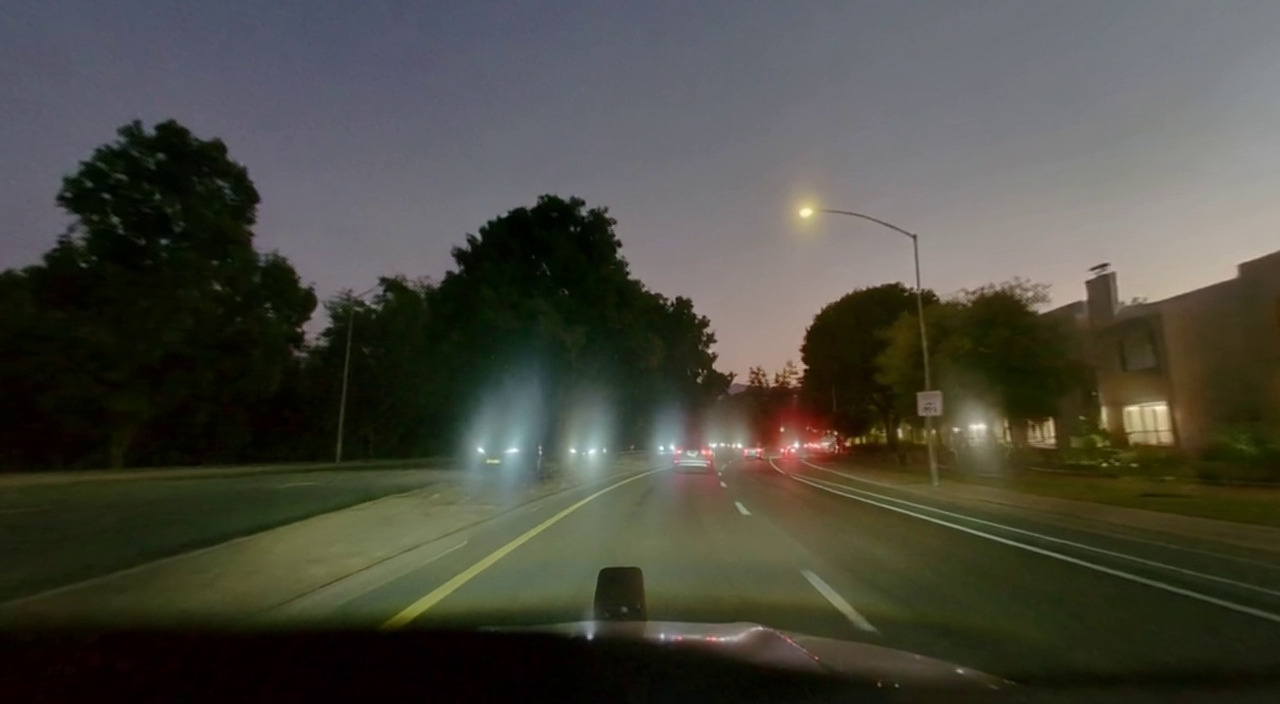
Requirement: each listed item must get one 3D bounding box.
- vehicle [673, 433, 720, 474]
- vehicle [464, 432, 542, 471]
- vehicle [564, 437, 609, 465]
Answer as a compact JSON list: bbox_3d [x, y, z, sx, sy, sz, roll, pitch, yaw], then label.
[{"bbox_3d":[3.136,5.473,33.967,2.072,2.002,4.391,-2,-9,10],"label":"vehicle"},{"bbox_3d":[-6.844,5.068,32.056,2.331,1.838,4.865,-2,-9,8],"label":"vehicle"},{"bbox_3d":[-3.729,6.955,44.290,1.975,1.853,4.600,-2,-9,11],"label":"vehicle"}]
